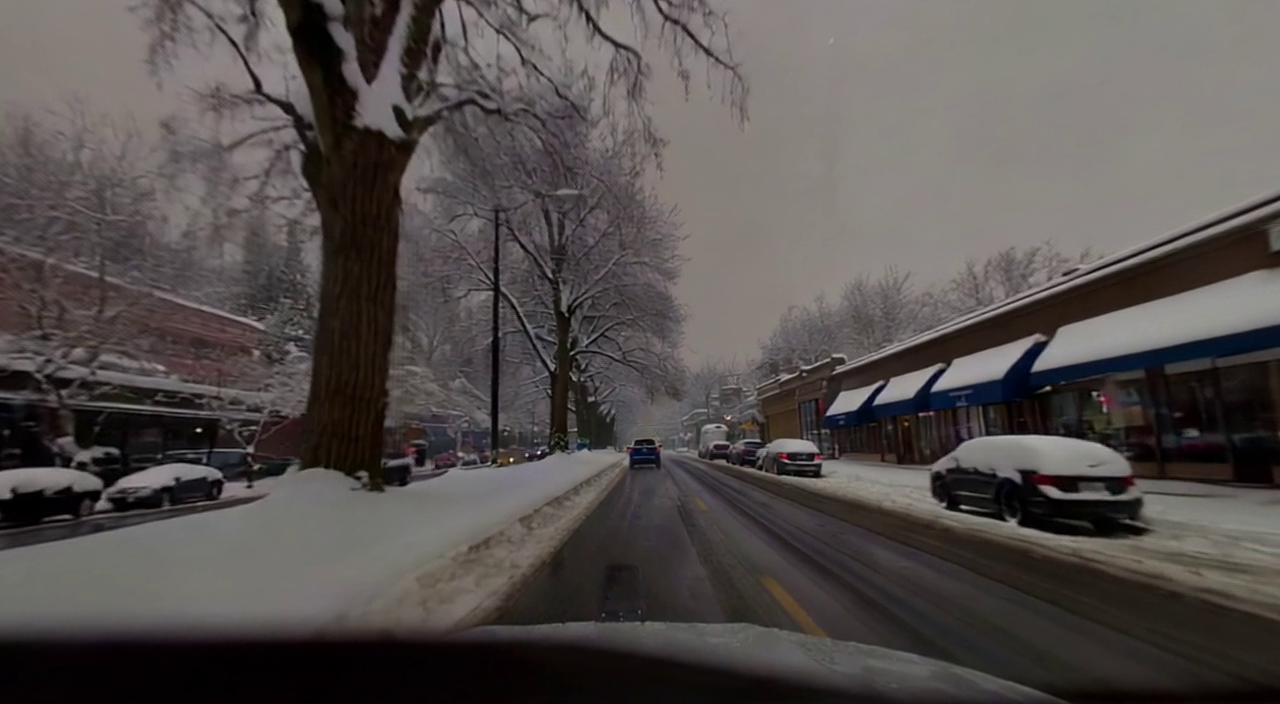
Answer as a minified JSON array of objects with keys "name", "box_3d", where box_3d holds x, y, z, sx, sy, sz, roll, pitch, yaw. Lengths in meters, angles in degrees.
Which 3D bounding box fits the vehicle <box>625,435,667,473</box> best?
[{"name":"vehicle","box_3d":[0.400,5.960,37.104,2.293,2.036,4.853,0,-9,1]}]

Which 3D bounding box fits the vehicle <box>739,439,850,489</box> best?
[{"name":"vehicle","box_3d":[5.695,4.186,24.032,2.114,1.697,4.739,2,-9,-14]}]

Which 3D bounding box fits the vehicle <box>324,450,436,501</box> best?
[{"name":"vehicle","box_3d":[-8.596,4.077,21.324,1.982,1.505,4.065,0,-9,1]}]

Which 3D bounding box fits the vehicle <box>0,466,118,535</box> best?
[{"name":"vehicle","box_3d":[-16.052,3.700,15.835,1.962,1.487,4.652,0,-9,-1]}]

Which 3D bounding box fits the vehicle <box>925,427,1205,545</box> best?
[{"name":"vehicle","box_3d":[7.280,2.309,11.559,2.004,1.714,4.356,0,-9,-1]}]

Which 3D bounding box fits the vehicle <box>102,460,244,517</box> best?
[{"name":"vehicle","box_3d":[-15.994,4.646,21.965,1.801,1.515,4.323,-4,-9,-2]}]

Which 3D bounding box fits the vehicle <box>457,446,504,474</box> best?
[{"name":"vehicle","box_3d":[-11.491,7.808,45.891,2.127,1.909,4.830,0,-9,1]}]
